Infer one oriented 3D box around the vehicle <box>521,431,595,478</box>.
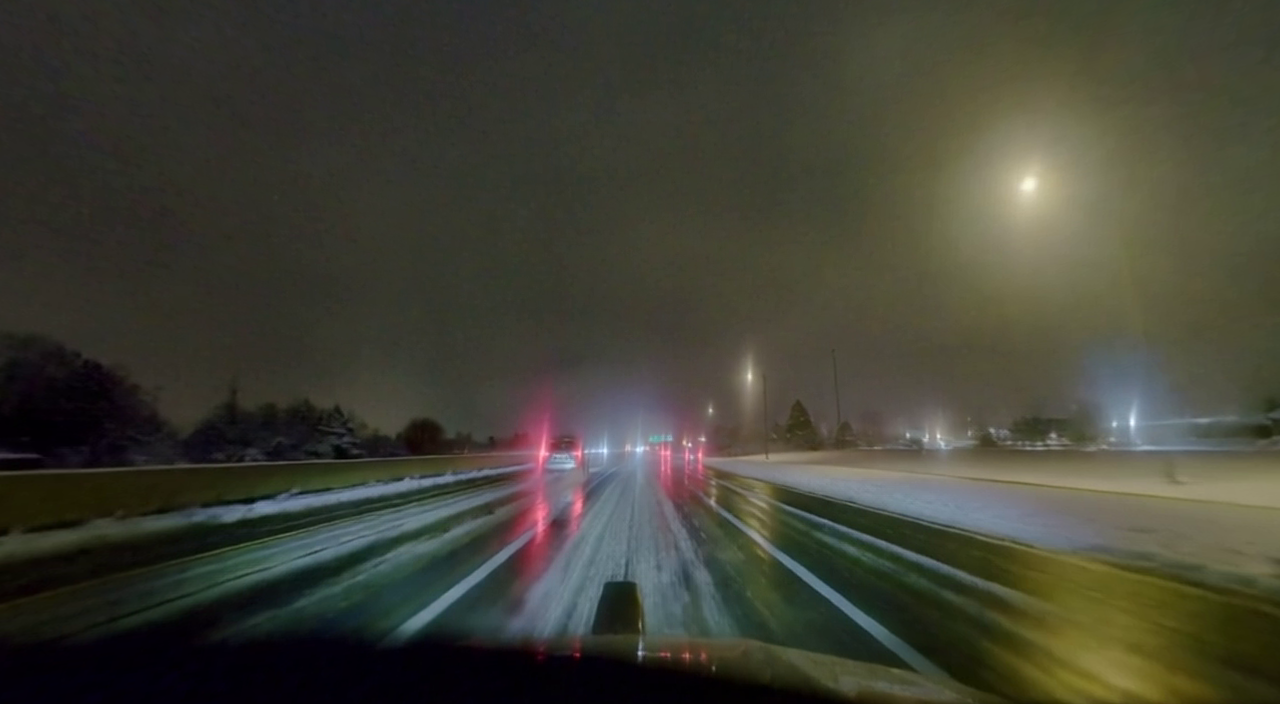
[{"bbox_3d":[-3.622,4.688,29.109,2.431,1.928,5.760,0,-9,2],"label":"vehicle"}]
